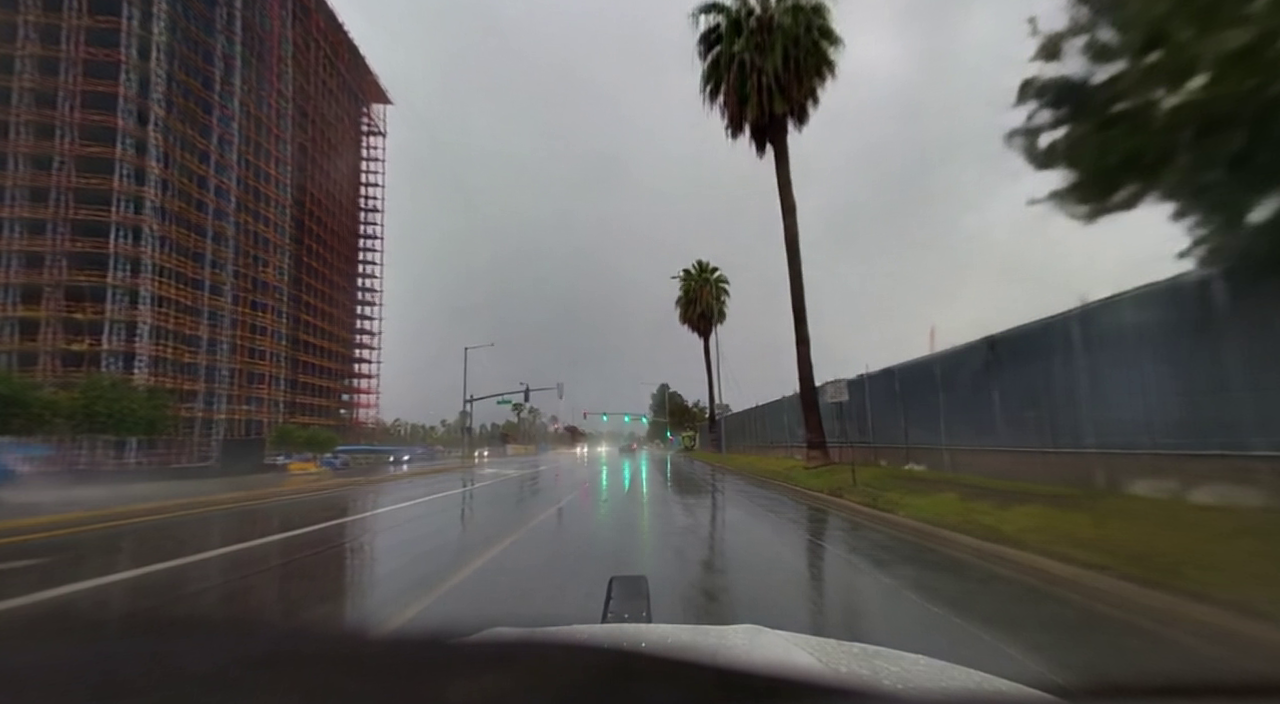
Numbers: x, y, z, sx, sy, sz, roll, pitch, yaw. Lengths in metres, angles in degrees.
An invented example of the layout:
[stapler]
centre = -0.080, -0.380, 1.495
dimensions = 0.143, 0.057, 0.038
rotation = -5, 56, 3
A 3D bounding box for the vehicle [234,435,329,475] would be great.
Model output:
[vehicle]
centre = -26.512, 7.571, 46.576
dimensions = 6.454, 2.718, 3.175
rotation = -5, -10, 31
